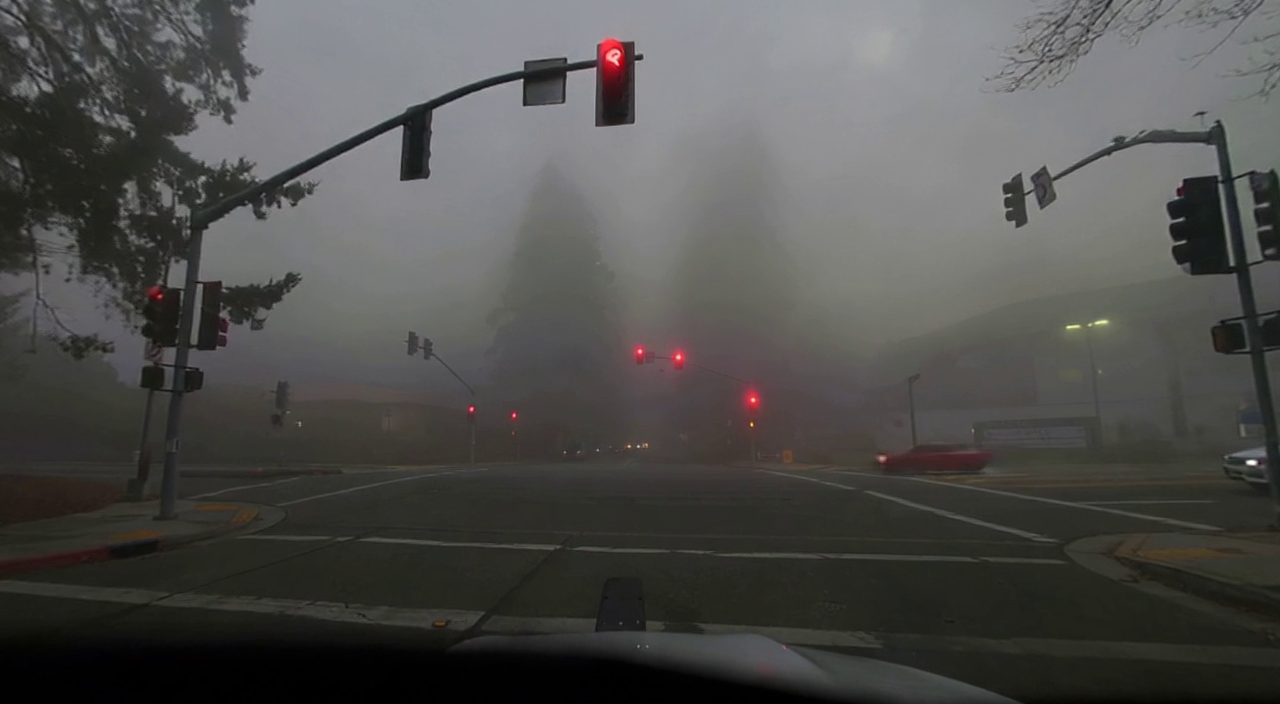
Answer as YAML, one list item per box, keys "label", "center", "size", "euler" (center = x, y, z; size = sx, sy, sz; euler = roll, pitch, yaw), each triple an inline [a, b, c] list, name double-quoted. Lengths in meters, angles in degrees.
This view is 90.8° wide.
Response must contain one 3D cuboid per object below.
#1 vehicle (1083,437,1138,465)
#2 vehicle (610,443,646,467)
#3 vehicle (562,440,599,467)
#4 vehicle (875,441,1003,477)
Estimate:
- label: "vehicle"
  center: [26.970, 5.658, 36.148]
  size: [2.092, 1.474, 4.046]
  euler: [-8, -11, 41]
- label: "vehicle"
  center: [-0.852, 6.831, 42.006]
  size: [2.056, 1.492, 3.937]
  euler: [1, -9, -6]
- label: "vehicle"
  center: [-4.106, 7.106, 44.320]
  size: [2.251, 1.756, 4.610]
  euler: [0, -9, -2]
- label: "vehicle"
  center: [12.636, 4.552, 27.031]
  size: [4.628, 1.414, 1.897]
  euler: [-3, -9, 17]
